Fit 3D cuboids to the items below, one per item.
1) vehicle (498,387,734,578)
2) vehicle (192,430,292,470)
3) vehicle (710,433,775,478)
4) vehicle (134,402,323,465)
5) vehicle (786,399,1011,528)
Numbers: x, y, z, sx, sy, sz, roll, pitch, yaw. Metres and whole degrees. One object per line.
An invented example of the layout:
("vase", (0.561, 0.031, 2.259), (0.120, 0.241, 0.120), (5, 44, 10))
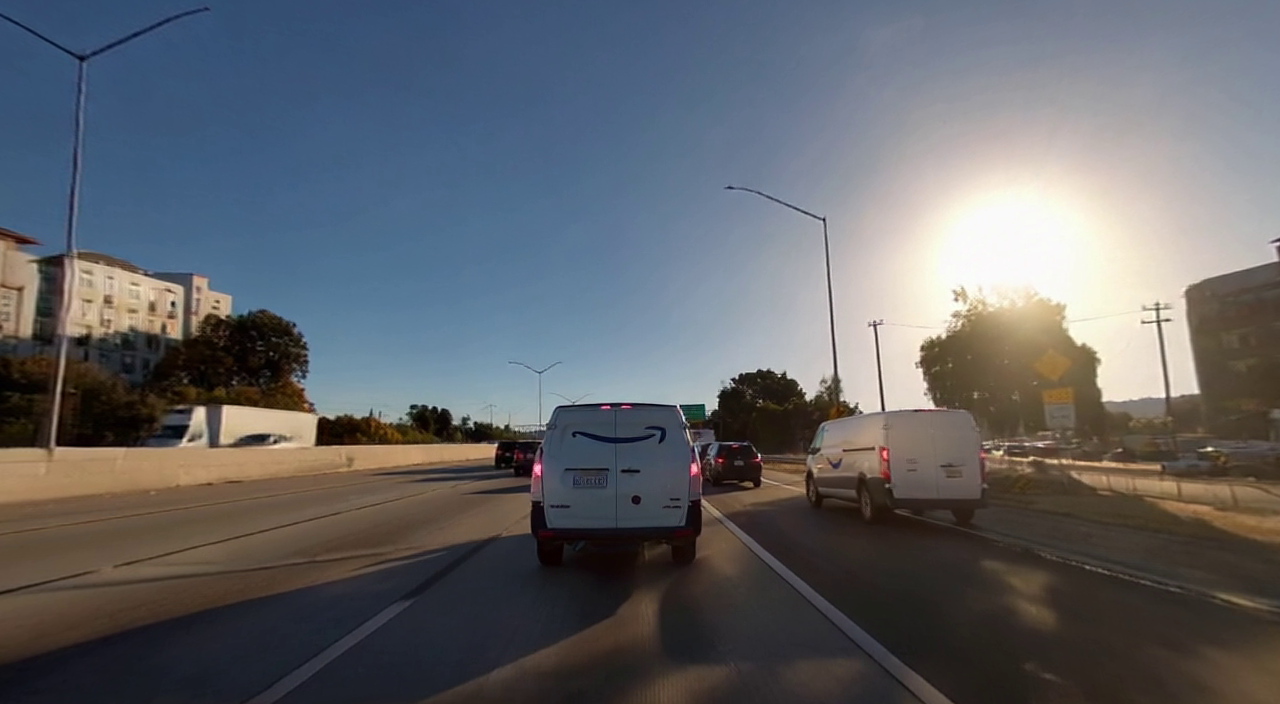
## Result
("vehicle", (-0.181, 1.586, 8.371), (2.287, 1.823, 4.369), (0, -9, 1))
("vehicle", (-16.088, 3.986, 25.668), (1.619, 1.467, 3.619), (0, -8, 1))
("vehicle", (4.238, 4.375, 26.788), (2.064, 1.720, 4.416), (0, -9, 0))
("vehicle", (-29.448, 6.257, 47.000), (2.891, 3.833, 16.639), (0, -9, 0))
("vehicle", (4.696, 2.148, 12.635), (2.179, 1.999, 5.331), (1, -9, -1))
